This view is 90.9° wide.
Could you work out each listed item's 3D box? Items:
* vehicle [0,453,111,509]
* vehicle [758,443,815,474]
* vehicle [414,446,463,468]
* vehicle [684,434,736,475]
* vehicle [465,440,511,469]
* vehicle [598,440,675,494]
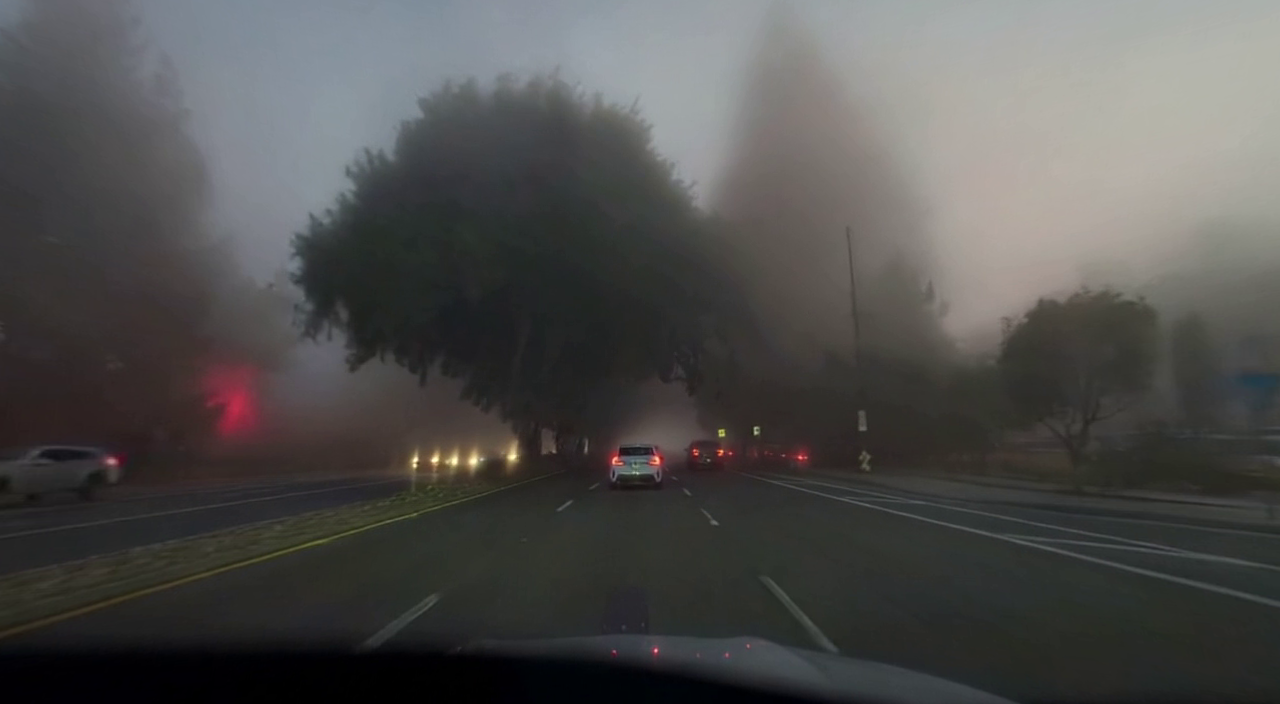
[{"bbox_3d":[-18.055,3.634,17.946,1.920,1.426,4.519,0,-8,2],"label":"vehicle"},{"bbox_3d":[7.799,5.687,33.905,1.980,1.497,4.345,0,-8,0],"label":"vehicle"},{"bbox_3d":[-14.337,7.458,45.060,1.926,1.480,4.337,0,-8,1],"label":"vehicle"},{"bbox_3d":[3.344,5.023,31.091,2.073,1.822,4.276,0,-8,0],"label":"vehicle"},{"bbox_3d":[-9.888,6.694,41.402,2.090,1.785,4.692,0,-8,-3],"label":"vehicle"},{"bbox_3d":[-0.072,3.507,19.652,2.140,1.474,4.026,0,-8,1],"label":"vehicle"}]
